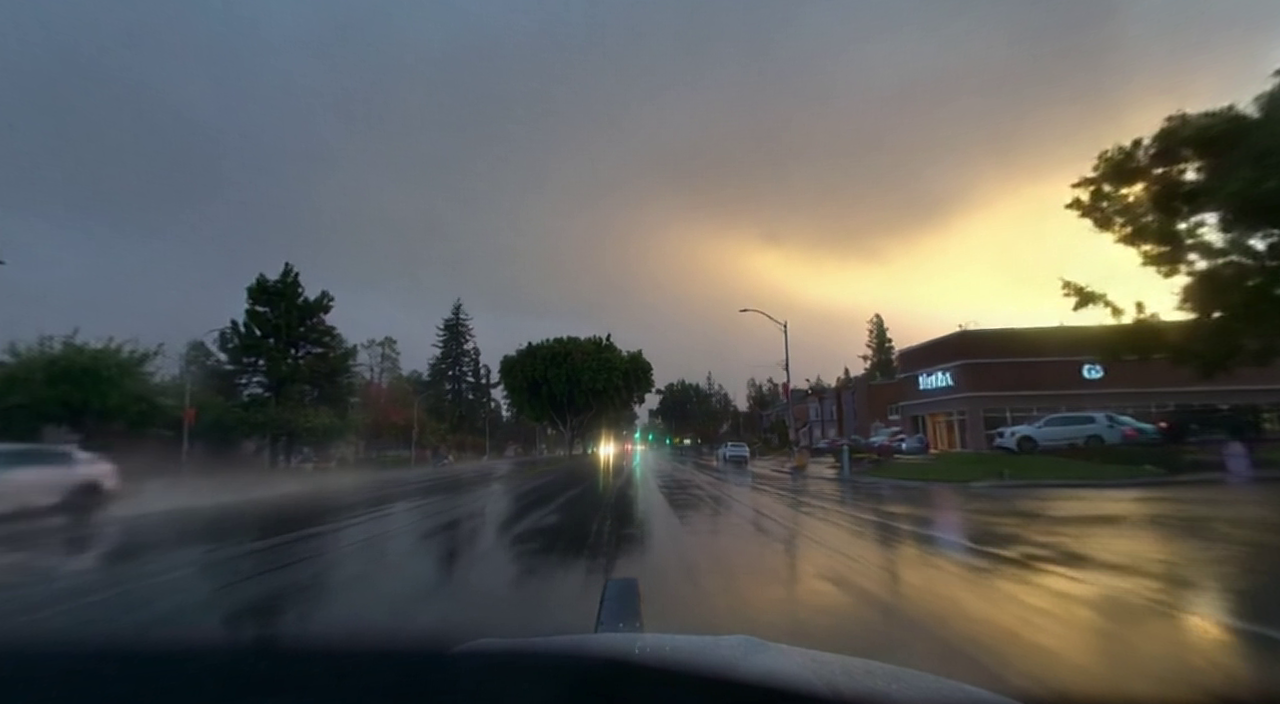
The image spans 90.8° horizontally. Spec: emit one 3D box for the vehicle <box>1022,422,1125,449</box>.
[{"bbox_3d":[24.868,4.841,36.441,4.712,1.527,0.932,-4,-10,27],"label":"vehicle"}]

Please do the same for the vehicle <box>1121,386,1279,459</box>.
[{"bbox_3d":[26.072,3.406,29.747,4.543,3.105,4.010,-4,-10,27],"label":"vehicle"}]

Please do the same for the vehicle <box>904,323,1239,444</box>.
[{"bbox_3d":[25.402,2.281,38.936,16.415,6.611,1.394,-4,-10,26],"label":"vehicle"}]

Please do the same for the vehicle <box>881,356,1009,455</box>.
[{"bbox_3d":[15.695,2.848,32.032,9.886,4.618,0.062,5,-10,-30],"label":"vehicle"}]

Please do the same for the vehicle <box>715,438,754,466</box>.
[{"bbox_3d":[6.773,7.201,45.615,1.954,1.907,4.736,0,-9,-1],"label":"vehicle"}]

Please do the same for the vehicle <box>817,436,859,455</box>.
[{"bbox_3d":[15.651,7.385,49.971,2.692,1.222,1.593,0,-11,-27],"label":"vehicle"}]
